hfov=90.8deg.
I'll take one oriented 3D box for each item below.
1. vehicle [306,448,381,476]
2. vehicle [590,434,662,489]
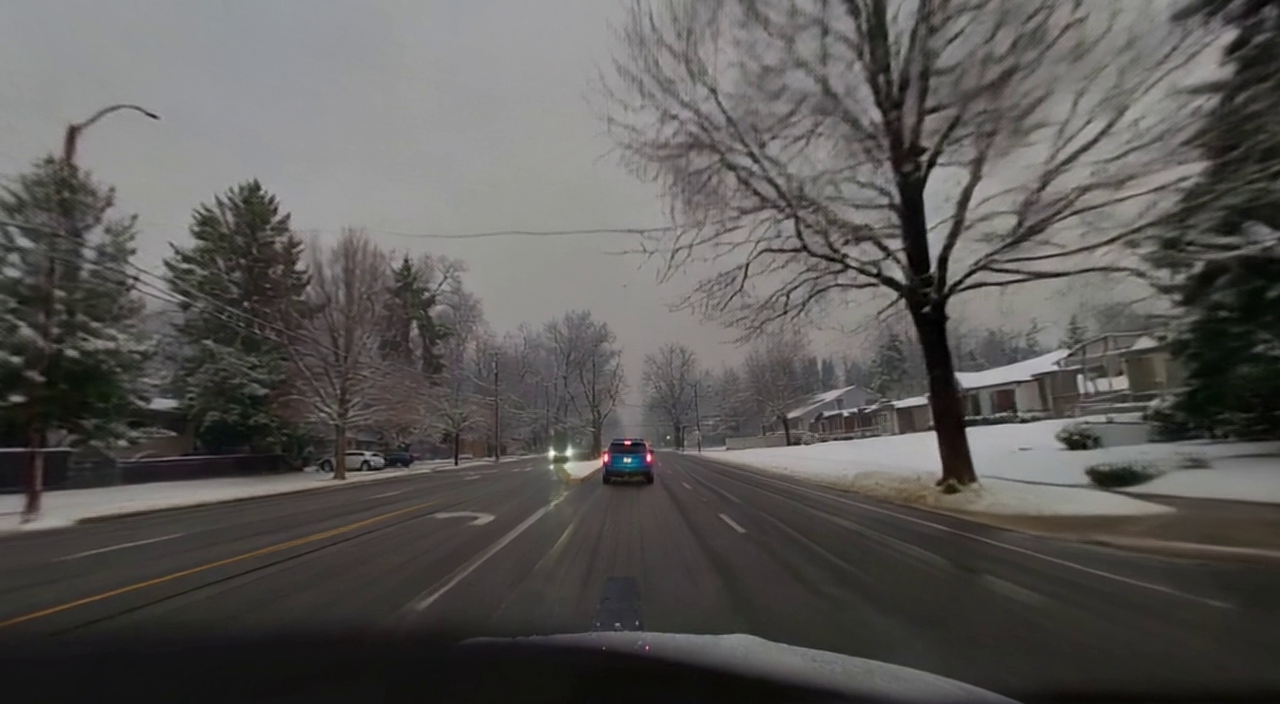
[{"bbox_3d":[-21.646,8.028,46.247,4.470,1.917,1.932,-1,-9,3],"label":"vehicle"},{"bbox_3d":[-0.430,3.605,21.094,2.181,1.639,4.127,0,-8,0],"label":"vehicle"}]
